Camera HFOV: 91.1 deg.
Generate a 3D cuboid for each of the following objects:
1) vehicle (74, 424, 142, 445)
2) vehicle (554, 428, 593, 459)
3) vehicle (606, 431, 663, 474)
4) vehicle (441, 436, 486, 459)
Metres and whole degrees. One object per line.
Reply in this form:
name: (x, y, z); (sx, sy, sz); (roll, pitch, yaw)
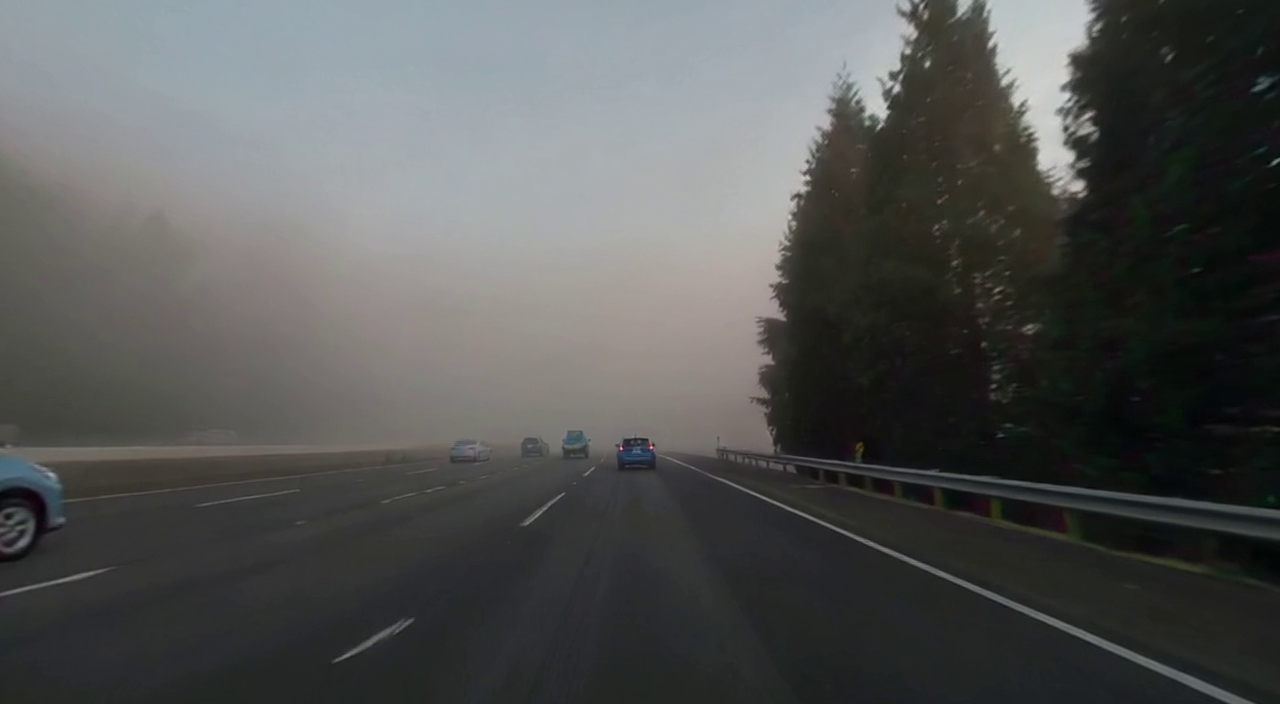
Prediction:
vehicle: (-37.741, 5.906, 44.633); (1.624, 1.394, 3.703); (0, -9, -1)
vehicle: (-4.075, 5.700, 39.135); (2.174, 1.806, 3.932); (1, -8, -2)
vehicle: (-0.228, 3.764, 23.730); (1.954, 1.460, 3.983); (0, -8, -1)
vehicle: (-11.890, 6.469, 42.550); (1.844, 1.446, 4.395); (0, -8, -2)
